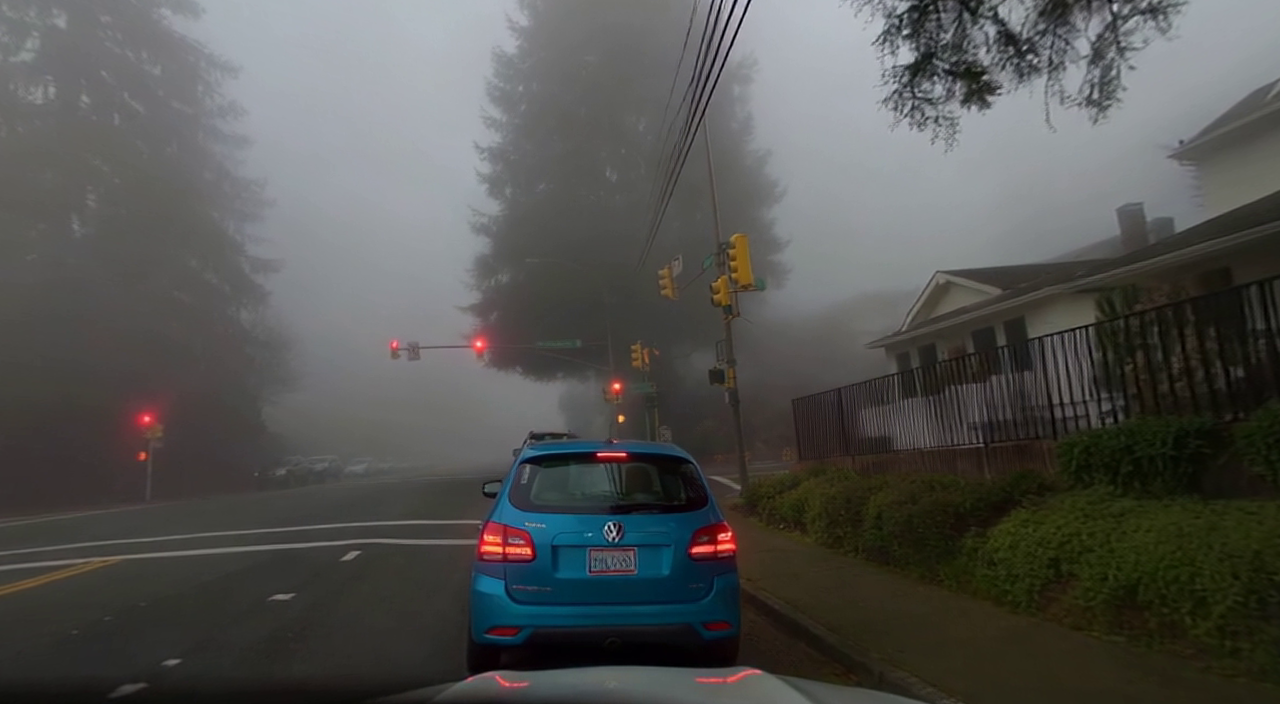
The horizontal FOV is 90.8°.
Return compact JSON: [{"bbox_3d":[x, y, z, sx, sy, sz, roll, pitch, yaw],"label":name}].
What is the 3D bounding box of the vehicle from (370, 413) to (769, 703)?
[{"bbox_3d":[-0.588,1.349,5.134,2.024,1.502,3.702,1,-9,-8],"label":"vehicle"}]
